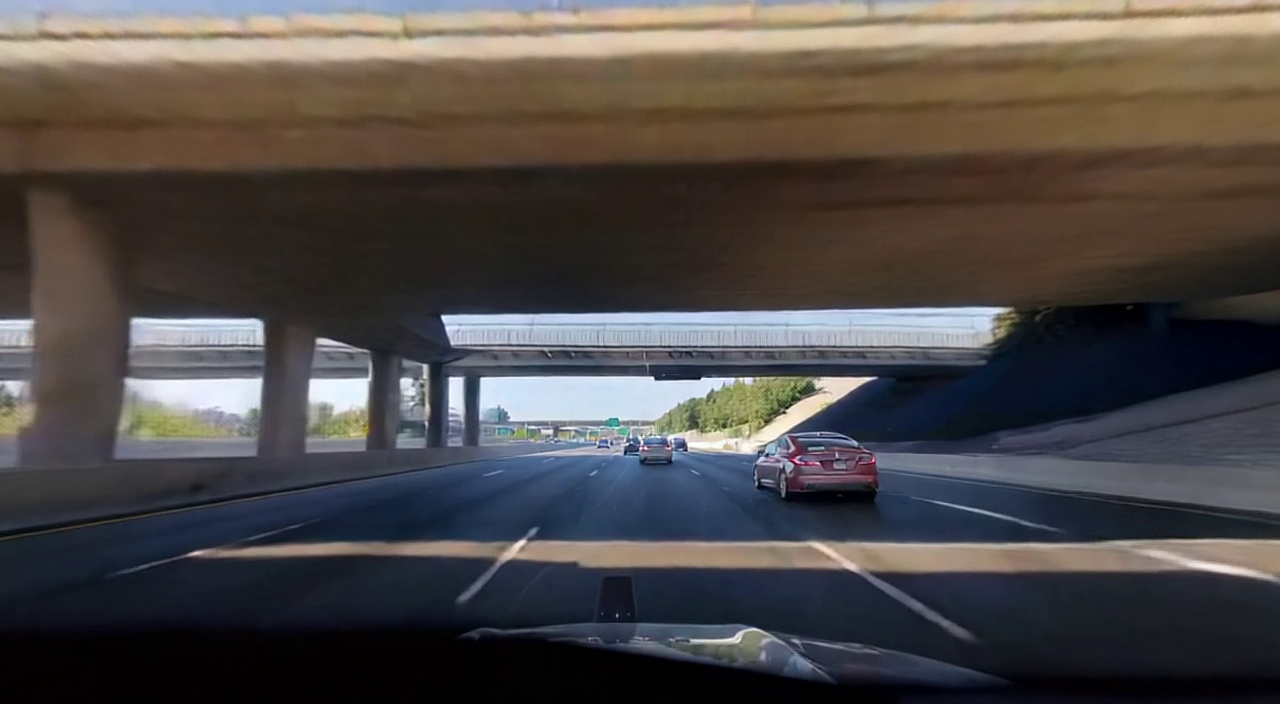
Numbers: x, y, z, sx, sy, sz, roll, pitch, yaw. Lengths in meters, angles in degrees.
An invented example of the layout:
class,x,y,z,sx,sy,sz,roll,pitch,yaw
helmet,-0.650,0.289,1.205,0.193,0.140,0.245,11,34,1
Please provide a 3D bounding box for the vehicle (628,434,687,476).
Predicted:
class,x,y,z,sx,sy,sz,roll,pitch,yaw
vehicle,0.593,3.920,24.280,2.046,1.467,3.844,0,-8,-2
